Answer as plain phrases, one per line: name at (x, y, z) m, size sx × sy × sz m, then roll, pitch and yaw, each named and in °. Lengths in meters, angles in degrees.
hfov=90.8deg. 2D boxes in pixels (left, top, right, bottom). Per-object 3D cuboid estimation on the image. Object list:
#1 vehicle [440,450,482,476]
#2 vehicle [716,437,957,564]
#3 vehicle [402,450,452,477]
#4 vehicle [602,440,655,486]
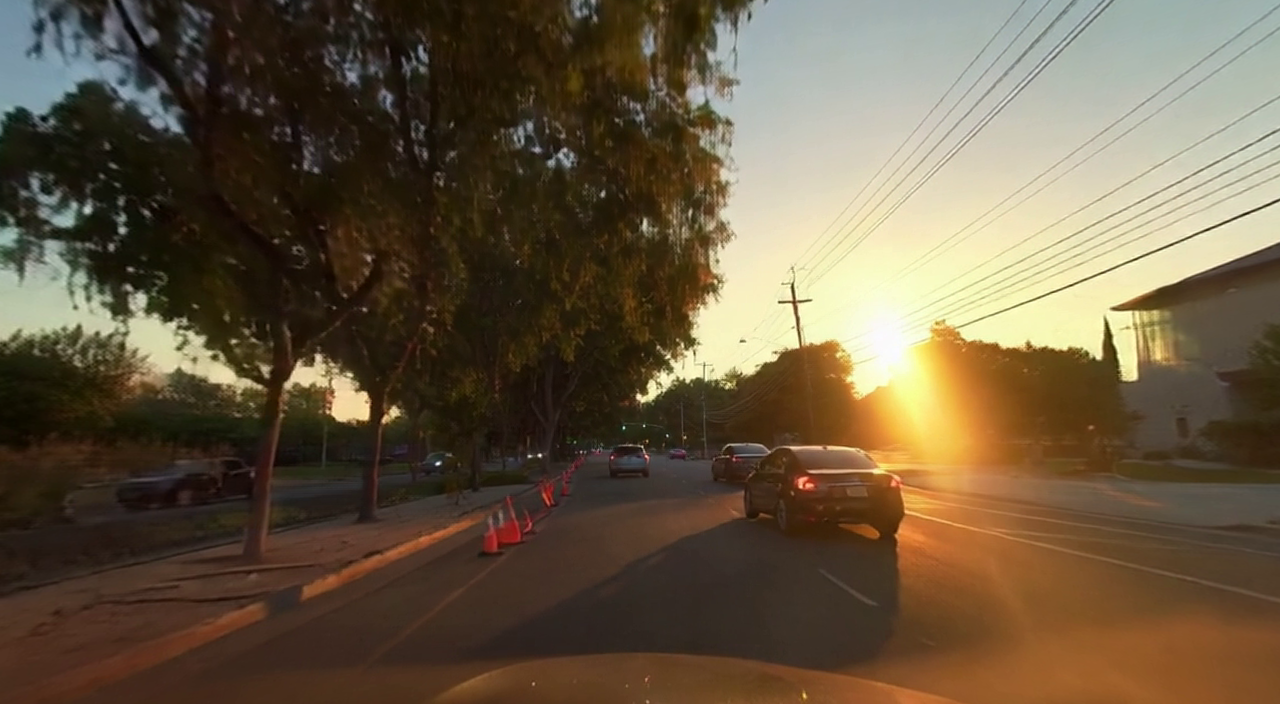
vehicle at (-12.562, 7.798, 44.590) m, size 1.871 × 1.639 × 4.289 m, roll 0°, pitch -8°, yaw -2°
vehicle at (2.628, 2.104, 9.847) m, size 1.977 × 1.460 × 4.565 m, roll 0°, pitch -8°, yaw -4°
vehicle at (-16.398, 8.585, 48.893) m, size 2.016 × 1.862 × 5.328 m, roll -1°, pitch -8°, yaw 0°
vehicle at (-0.447, 4.590, 26.546) m, size 2.050 × 1.745 × 3.915 m, roll 0°, pitch -8°, yaw 0°
